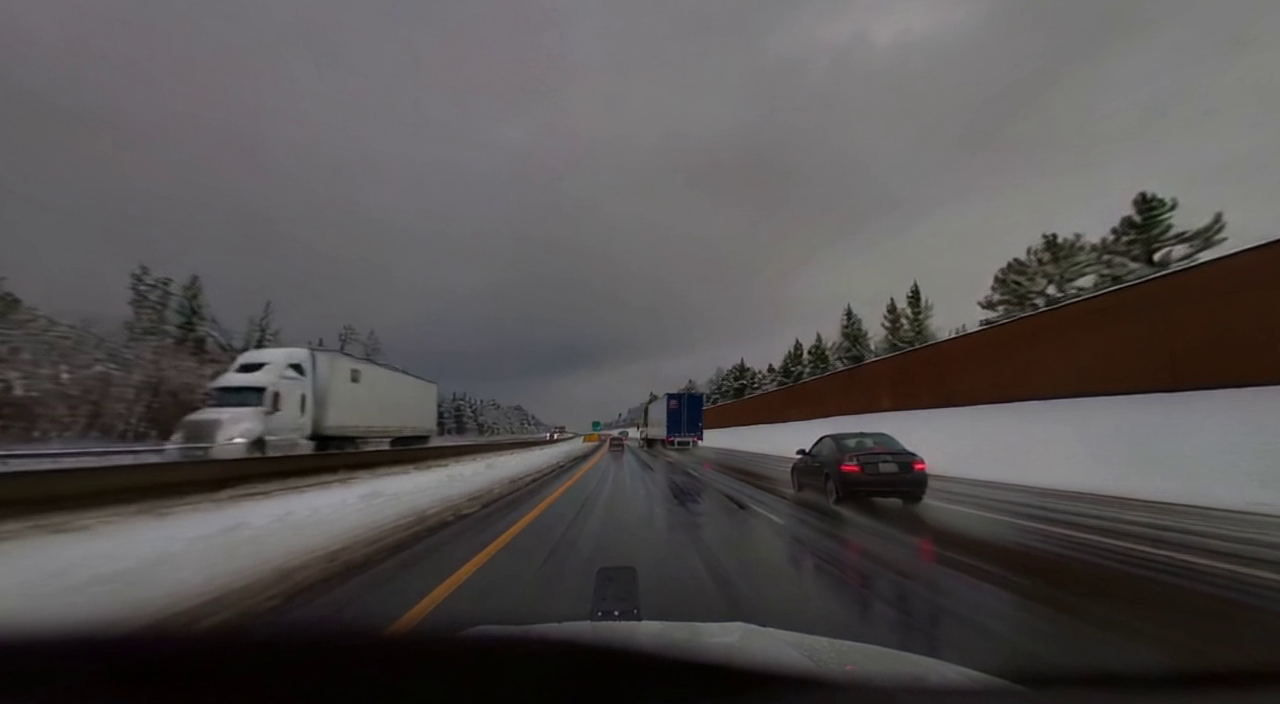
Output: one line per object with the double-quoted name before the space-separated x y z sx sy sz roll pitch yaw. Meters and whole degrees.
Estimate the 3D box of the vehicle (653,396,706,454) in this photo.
"vehicle" 2.863 5.864 49.880 2.949 3.900 13.626 0 -7 -2

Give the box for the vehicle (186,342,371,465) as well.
"vehicle" -12.940 2.054 23.494 2.972 3.920 6.688 0 -7 -2

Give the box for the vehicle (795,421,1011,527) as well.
"vehicle" 4.178 1.965 10.885 1.813 1.454 4.197 0 -7 -2
